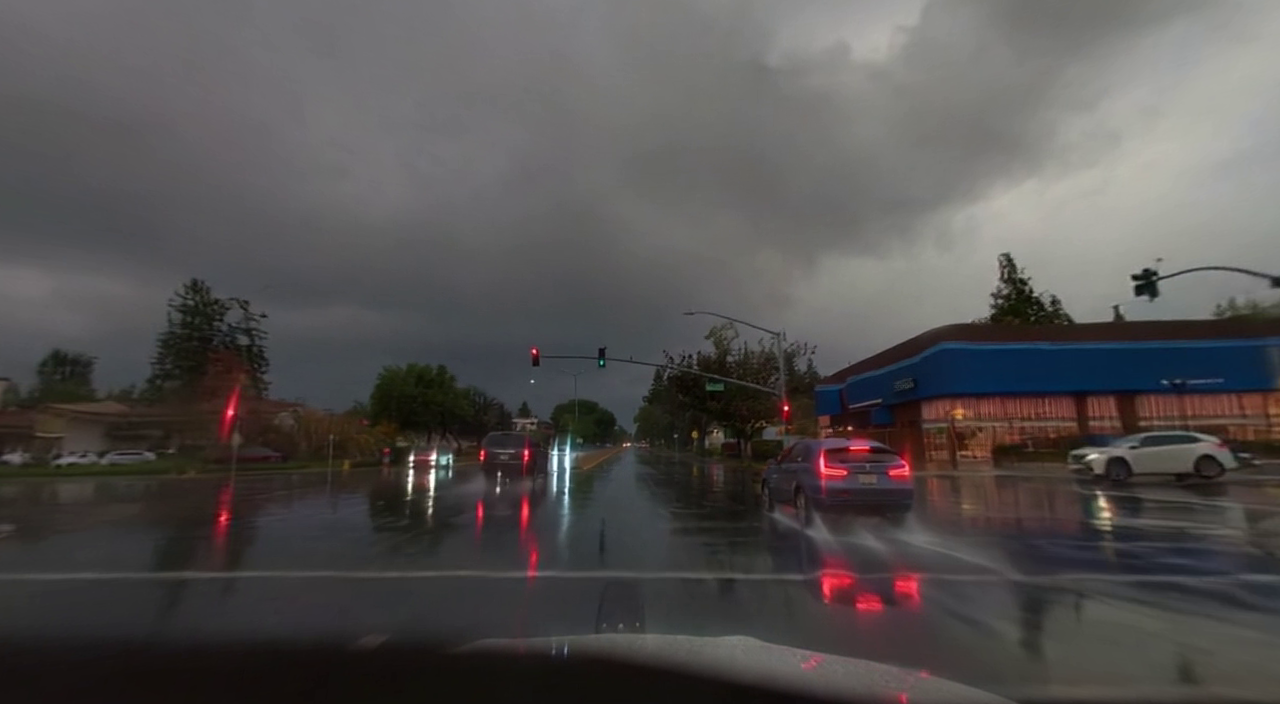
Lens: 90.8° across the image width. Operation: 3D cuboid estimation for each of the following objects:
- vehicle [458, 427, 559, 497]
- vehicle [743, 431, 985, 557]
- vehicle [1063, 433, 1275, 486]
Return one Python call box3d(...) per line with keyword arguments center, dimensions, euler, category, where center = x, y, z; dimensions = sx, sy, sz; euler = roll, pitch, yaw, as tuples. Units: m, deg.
box3d(center=(-3.734, 3.228, 18.841), dimensions=(1.997, 1.806, 4.500), euler=(0, -9, 0), category="vehicle")
box3d(center=(3.115, 2.085, 10.115), dimensions=(1.975, 1.502, 4.787), euler=(0, -9, -2), category="vehicle")
box3d(center=(20.029, 4.095, 24.173), dimensions=(5.886, 1.798, 2.407), euler=(-1, -9, 0), category="vehicle")
